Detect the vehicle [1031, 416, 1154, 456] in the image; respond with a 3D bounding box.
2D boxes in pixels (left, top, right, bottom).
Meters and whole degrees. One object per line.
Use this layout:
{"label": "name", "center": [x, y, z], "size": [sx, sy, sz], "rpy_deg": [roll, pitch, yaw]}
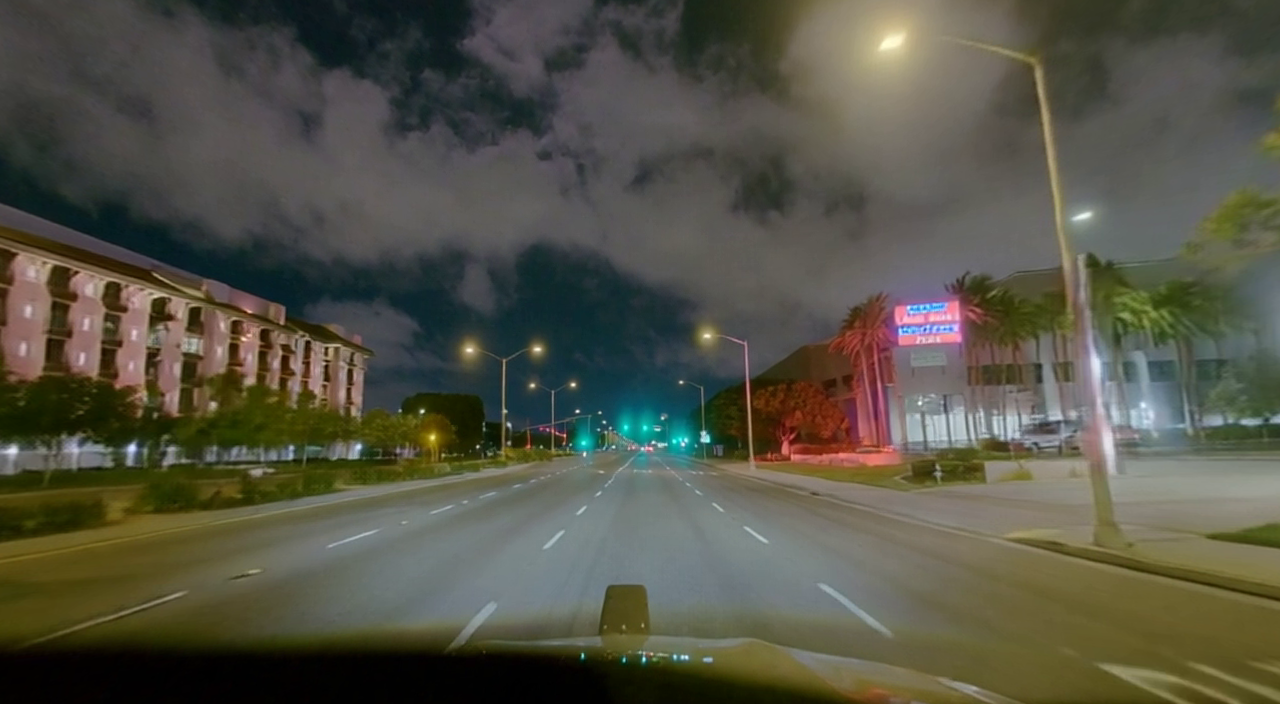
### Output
{"label": "vehicle", "center": [22.673, 4.288, 31.916], "size": [2.222, 1.818, 5.099], "rpy_deg": [0, -8, -3]}
